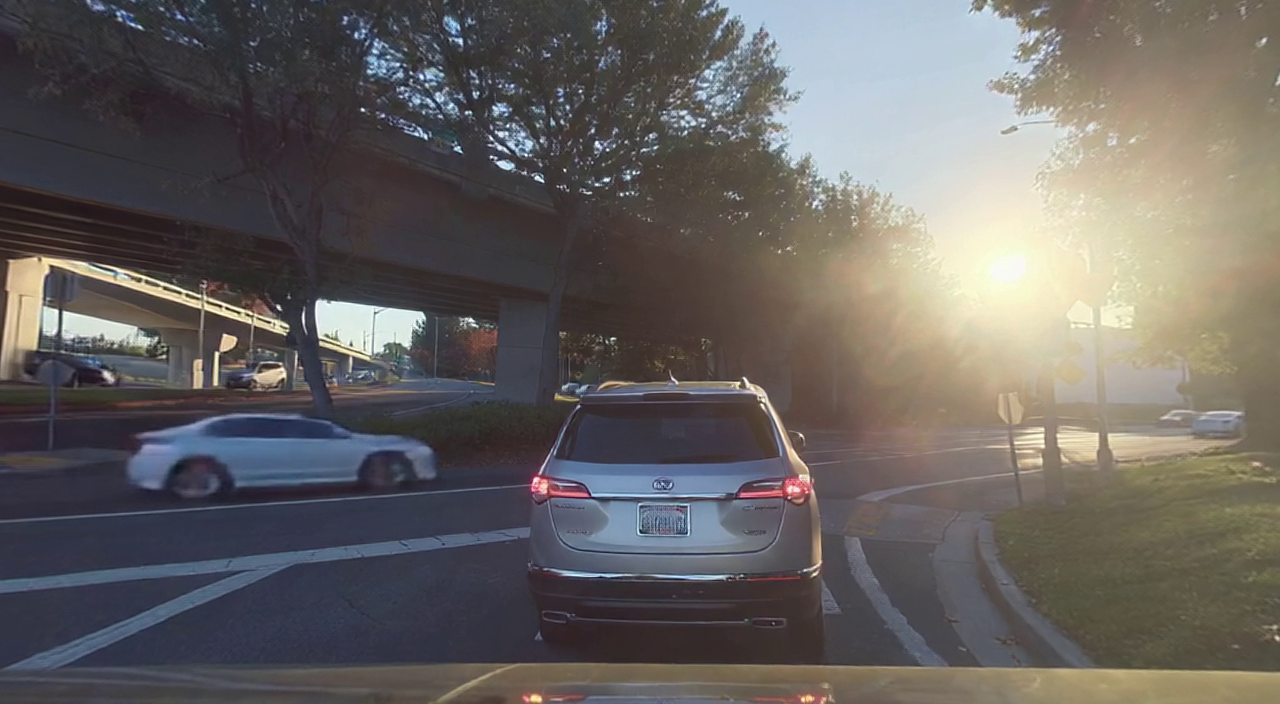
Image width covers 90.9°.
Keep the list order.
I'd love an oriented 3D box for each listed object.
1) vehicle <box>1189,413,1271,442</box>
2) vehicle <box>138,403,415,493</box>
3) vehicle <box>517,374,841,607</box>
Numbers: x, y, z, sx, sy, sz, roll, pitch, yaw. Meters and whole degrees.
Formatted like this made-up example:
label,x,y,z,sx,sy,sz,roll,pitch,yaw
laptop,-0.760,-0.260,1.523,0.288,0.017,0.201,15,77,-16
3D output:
label,x,y,z,sx,sy,sz,roll,pitch,yaw
vehicle,37.058,4.779,39.593,5.060,1.648,2.038,4,-10,-27
vehicle,-8.219,2.234,14.818,5.166,1.791,2.131,5,-10,-28
vehicle,0.302,1.400,7.137,2.494,1.804,4.336,0,-9,0
